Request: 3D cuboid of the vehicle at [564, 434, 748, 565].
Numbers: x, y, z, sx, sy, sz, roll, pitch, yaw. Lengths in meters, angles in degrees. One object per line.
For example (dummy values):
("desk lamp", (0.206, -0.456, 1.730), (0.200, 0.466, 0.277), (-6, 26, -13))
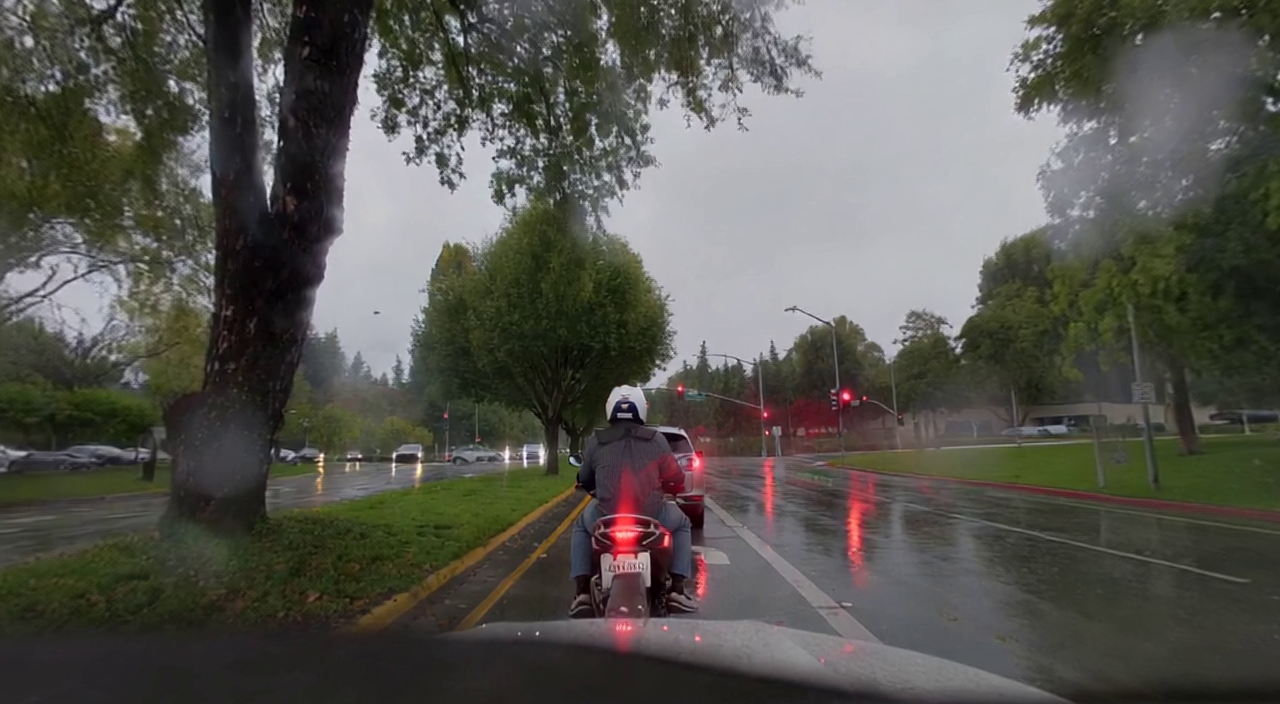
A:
("vehicle", (0.138, 2.000, 9.435), (2.093, 1.450, 4.437), (0, -8, -1))
